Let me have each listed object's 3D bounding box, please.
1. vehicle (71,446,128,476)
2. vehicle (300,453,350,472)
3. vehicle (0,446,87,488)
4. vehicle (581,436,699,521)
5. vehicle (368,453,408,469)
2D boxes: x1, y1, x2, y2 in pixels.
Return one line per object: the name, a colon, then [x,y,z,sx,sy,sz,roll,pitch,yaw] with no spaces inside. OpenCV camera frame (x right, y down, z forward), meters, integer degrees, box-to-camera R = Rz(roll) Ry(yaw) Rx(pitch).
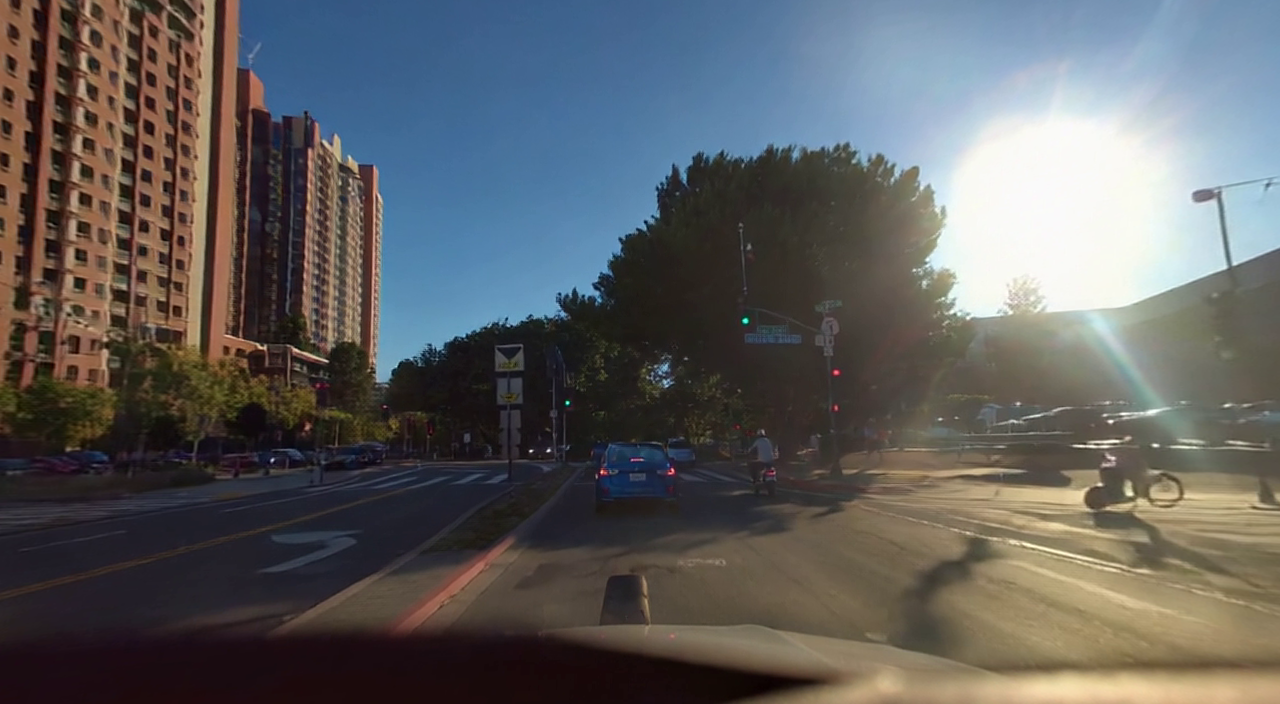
vehicle: [-41.681,8.360,48.574,4.948,2.124,2.261,-7,-11,39]
vehicle: [-22.456,7.867,44.993,1.433,1.269,2.779,-5,-10,29]
vehicle: [-28.439,5.319,29.432,4.653,1.795,2.163,-5,-9,26]
vehicle: [-0.069,2.574,13.362,2.118,1.480,3.949,0,-8,-2]
vehicle: [-19.903,8.576,49.811,1.259,1.181,2.744,-4,-9,24]
